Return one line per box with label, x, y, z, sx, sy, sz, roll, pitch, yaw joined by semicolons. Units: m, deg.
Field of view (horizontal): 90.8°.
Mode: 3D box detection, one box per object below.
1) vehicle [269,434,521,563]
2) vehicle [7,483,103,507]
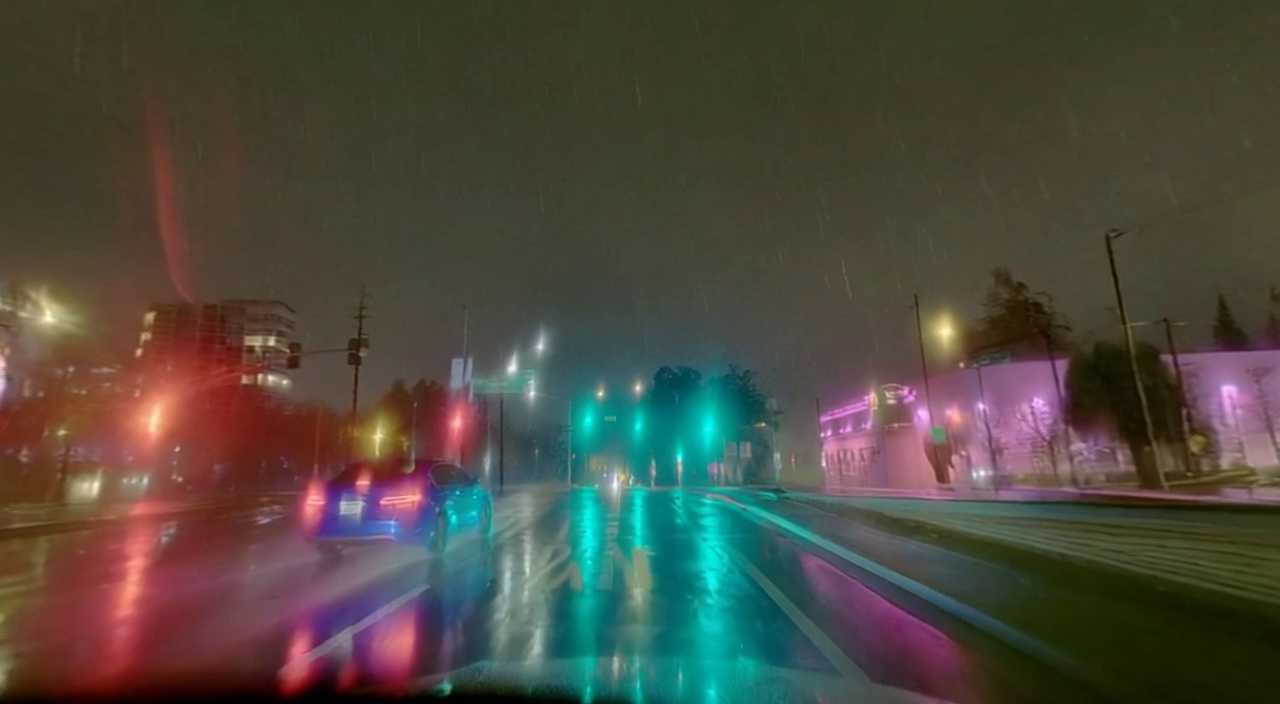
vehicle;-3.254;2.027;9.522;2.041;1.470;4.290;0;-9;1
vehicle;-38.850;9.535;42.017;4.315;1.421;2.020;-1;-14;1
